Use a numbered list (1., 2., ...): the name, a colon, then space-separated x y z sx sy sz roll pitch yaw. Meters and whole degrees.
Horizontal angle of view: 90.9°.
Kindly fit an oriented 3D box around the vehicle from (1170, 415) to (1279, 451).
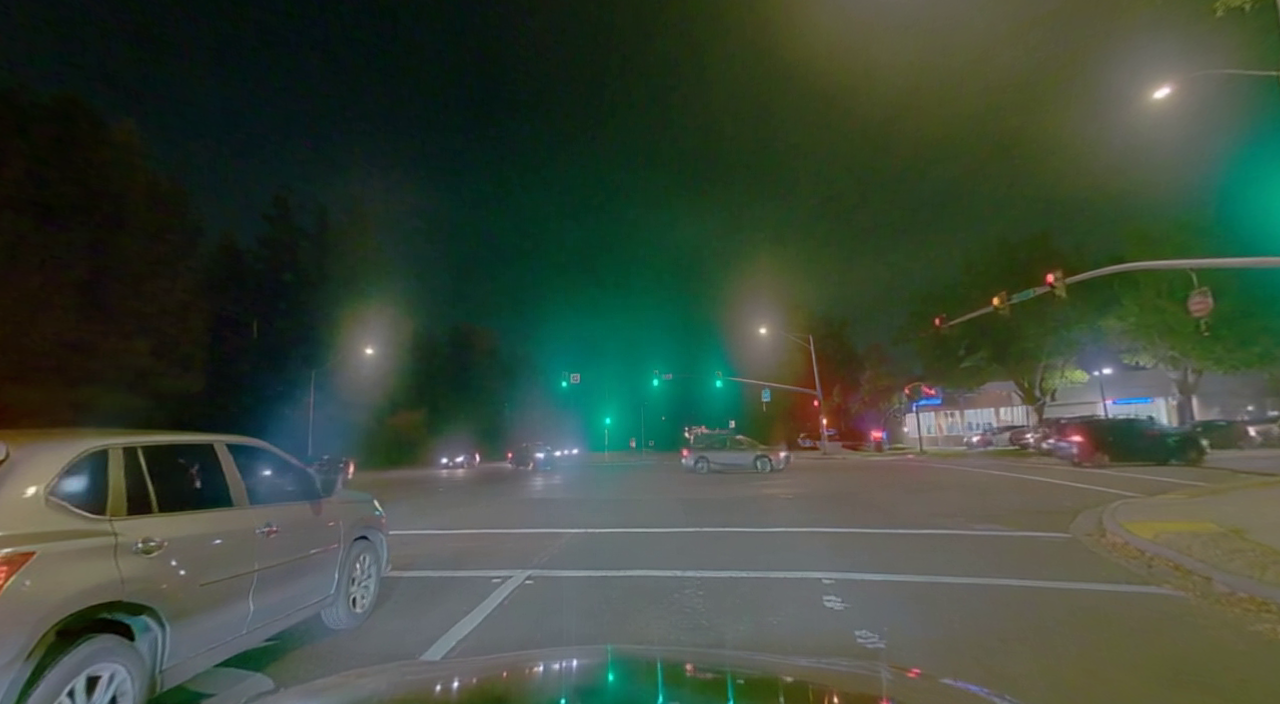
1. vehicle: 26.855 3.654 28.418 4.240 1.540 1.944 0 -8 -4

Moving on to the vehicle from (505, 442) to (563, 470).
1. vehicle: -6.005 5.778 35.358 1.841 1.450 4.364 4 -10 -29

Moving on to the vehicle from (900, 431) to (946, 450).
1. vehicle: 22.431 6.992 49.851 1.930 1.410 4.313 -8 -12 43

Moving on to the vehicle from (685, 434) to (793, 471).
1. vehicle: 4.293 4.359 27.482 4.180 1.478 1.986 -5 -10 28

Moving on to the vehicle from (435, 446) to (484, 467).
1. vehicle: -13.543 7.852 47.587 1.921 1.480 4.652 -1 -8 5

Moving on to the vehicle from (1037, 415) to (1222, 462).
1. vehicle: 18.561 3.340 24.145 5.268 1.687 1.942 -1 -9 4

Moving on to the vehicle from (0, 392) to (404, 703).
1. vehicle: -2.948 0.991 2.745 1.924 1.482 4.734 0 -8 1
